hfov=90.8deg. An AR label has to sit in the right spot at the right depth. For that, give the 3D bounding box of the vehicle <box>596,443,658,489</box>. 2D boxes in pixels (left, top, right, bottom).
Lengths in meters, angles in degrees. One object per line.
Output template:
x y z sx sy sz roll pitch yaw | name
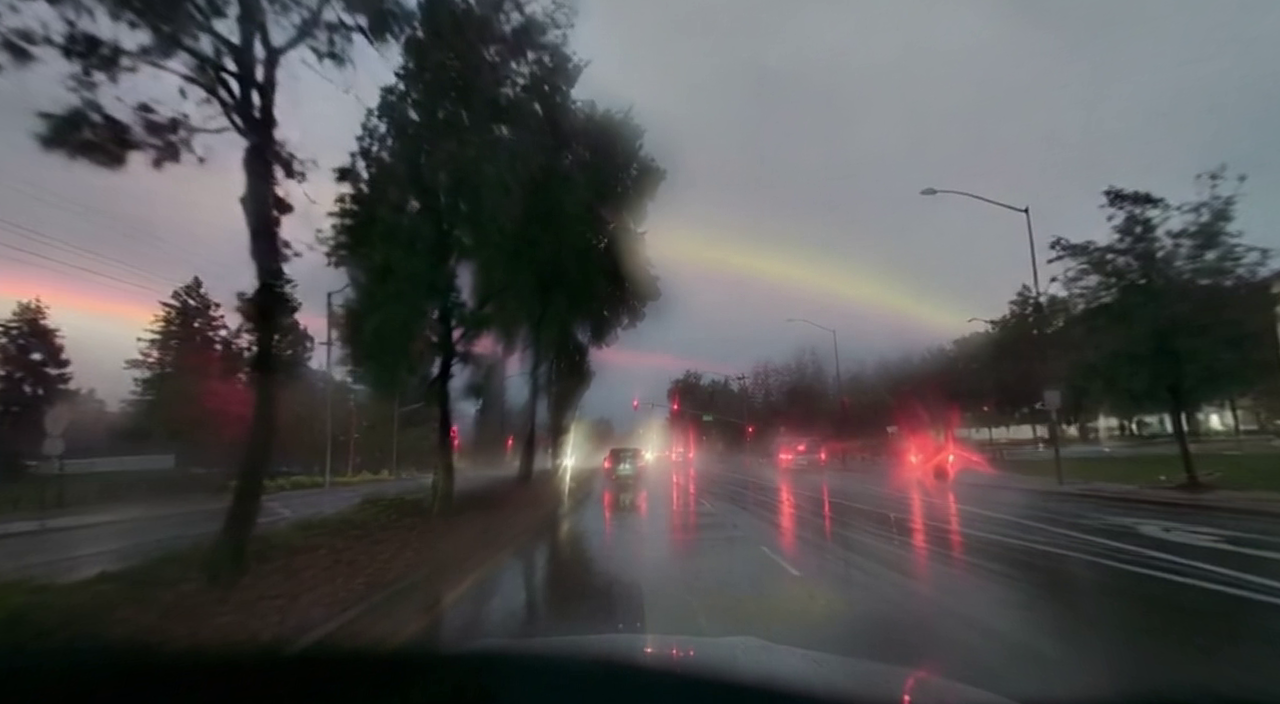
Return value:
-0.470 4.388 24.639 2.181 1.639 4.127 0 -9 0 | vehicle
